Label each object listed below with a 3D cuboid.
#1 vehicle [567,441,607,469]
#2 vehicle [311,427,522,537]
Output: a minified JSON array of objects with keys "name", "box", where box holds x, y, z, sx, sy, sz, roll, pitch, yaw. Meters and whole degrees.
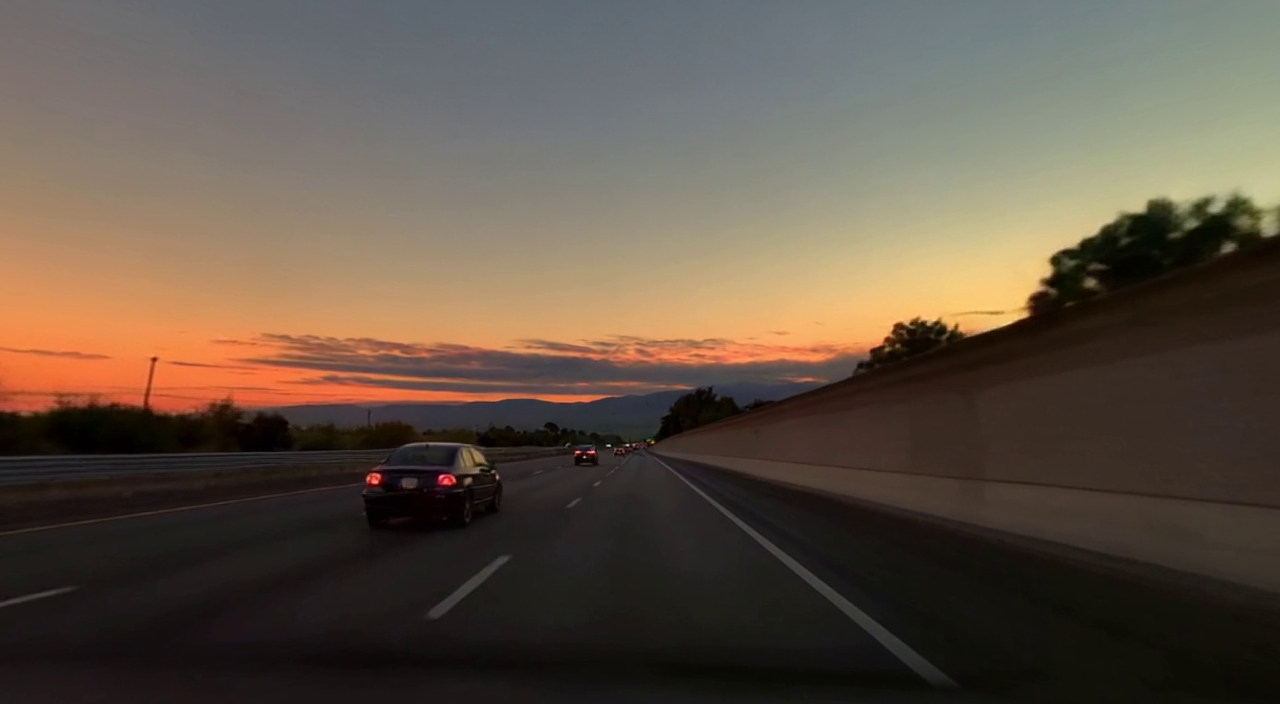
[{"name":"vehicle","box":[-3.348,6.616,40.577,2.133,1.683,4.340,0,-9,1]},{"name":"vehicle","box":[-3.638,2.204,11.272,2.195,1.573,4.176,0,-9,1]}]
